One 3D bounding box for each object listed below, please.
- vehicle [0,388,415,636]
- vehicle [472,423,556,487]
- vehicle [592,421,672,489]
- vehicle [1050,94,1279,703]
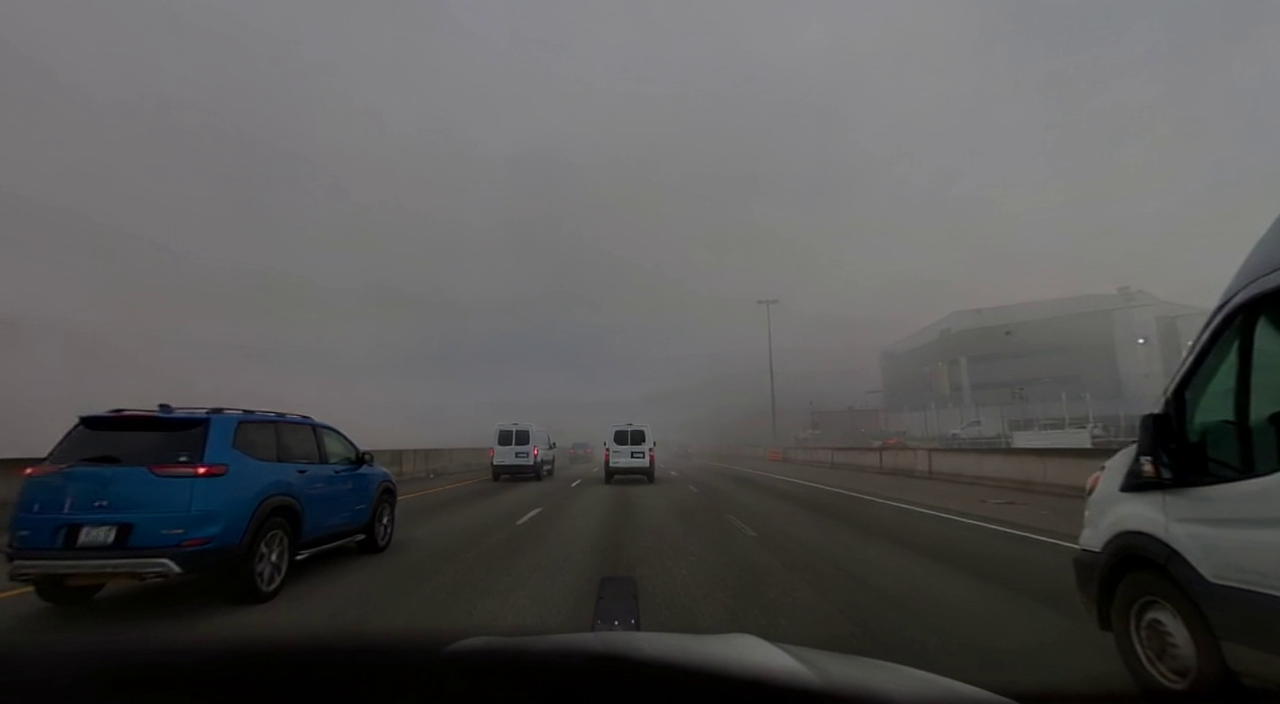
[{"bbox_3d":[-4.117,1.414,6.593,1.972,1.703,4.333,0,-8,-1],"label":"vehicle"},{"bbox_3d":[-4.182,3.502,21.673,2.038,1.936,4.300,0,-8,-1],"label":"vehicle"},{"bbox_3d":[-0.292,3.285,20.354,2.304,1.925,4.282,0,-8,-2],"label":"vehicle"},{"bbox_3d":[3.939,0.018,1.090,2.427,2.652,5.769,0,-8,-1],"label":"vehicle"}]
